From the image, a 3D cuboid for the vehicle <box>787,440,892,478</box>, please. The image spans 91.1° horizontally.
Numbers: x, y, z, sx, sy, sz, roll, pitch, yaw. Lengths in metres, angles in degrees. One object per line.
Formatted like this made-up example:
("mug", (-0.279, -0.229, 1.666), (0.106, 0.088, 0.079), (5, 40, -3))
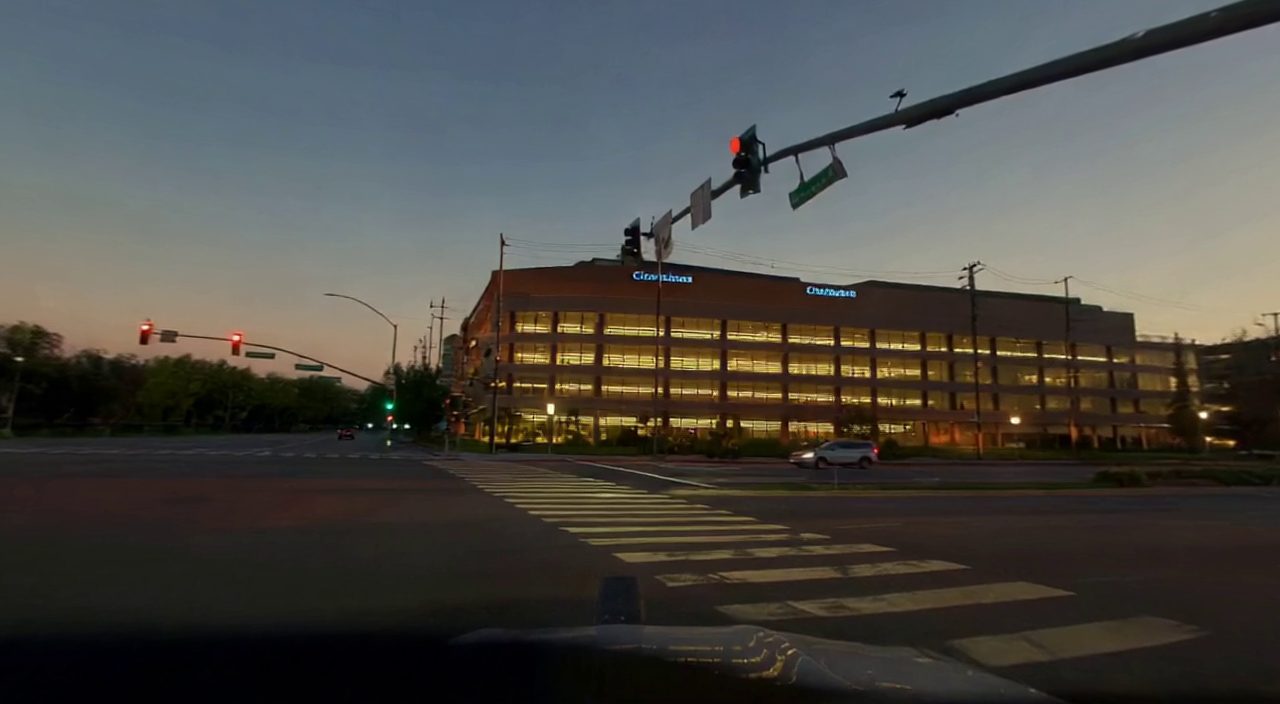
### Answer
("vehicle", (10.075, 5.354, 31.730), (4.713, 1.775, 2.030), (3, -9, -20))
